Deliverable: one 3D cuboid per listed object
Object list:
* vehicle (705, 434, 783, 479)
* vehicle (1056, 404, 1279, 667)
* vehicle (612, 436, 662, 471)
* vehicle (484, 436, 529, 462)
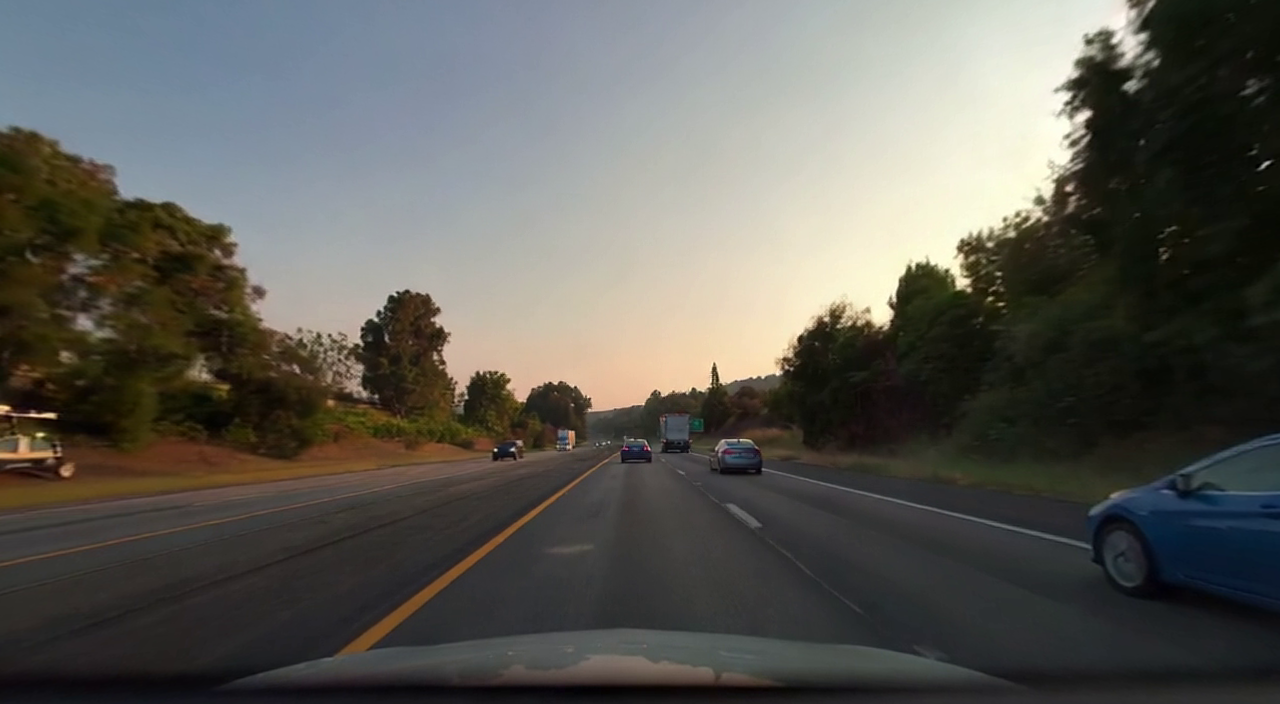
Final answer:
[{"bbox_3d":[3.729,3.821,23.505,2.004,1.469,4.472,0,-8,-2],"label":"vehicle"},{"bbox_3d":[4.787,1.037,3.436,2.066,1.526,4.216,0,-8,-1],"label":"vehicle"},{"bbox_3d":[-0.157,4.567,28.759,2.143,1.466,3.693,0,-8,-1],"label":"vehicle"},{"bbox_3d":[-9.569,6.914,45.453,2.213,1.760,4.705,0,-8,0],"label":"vehicle"}]
